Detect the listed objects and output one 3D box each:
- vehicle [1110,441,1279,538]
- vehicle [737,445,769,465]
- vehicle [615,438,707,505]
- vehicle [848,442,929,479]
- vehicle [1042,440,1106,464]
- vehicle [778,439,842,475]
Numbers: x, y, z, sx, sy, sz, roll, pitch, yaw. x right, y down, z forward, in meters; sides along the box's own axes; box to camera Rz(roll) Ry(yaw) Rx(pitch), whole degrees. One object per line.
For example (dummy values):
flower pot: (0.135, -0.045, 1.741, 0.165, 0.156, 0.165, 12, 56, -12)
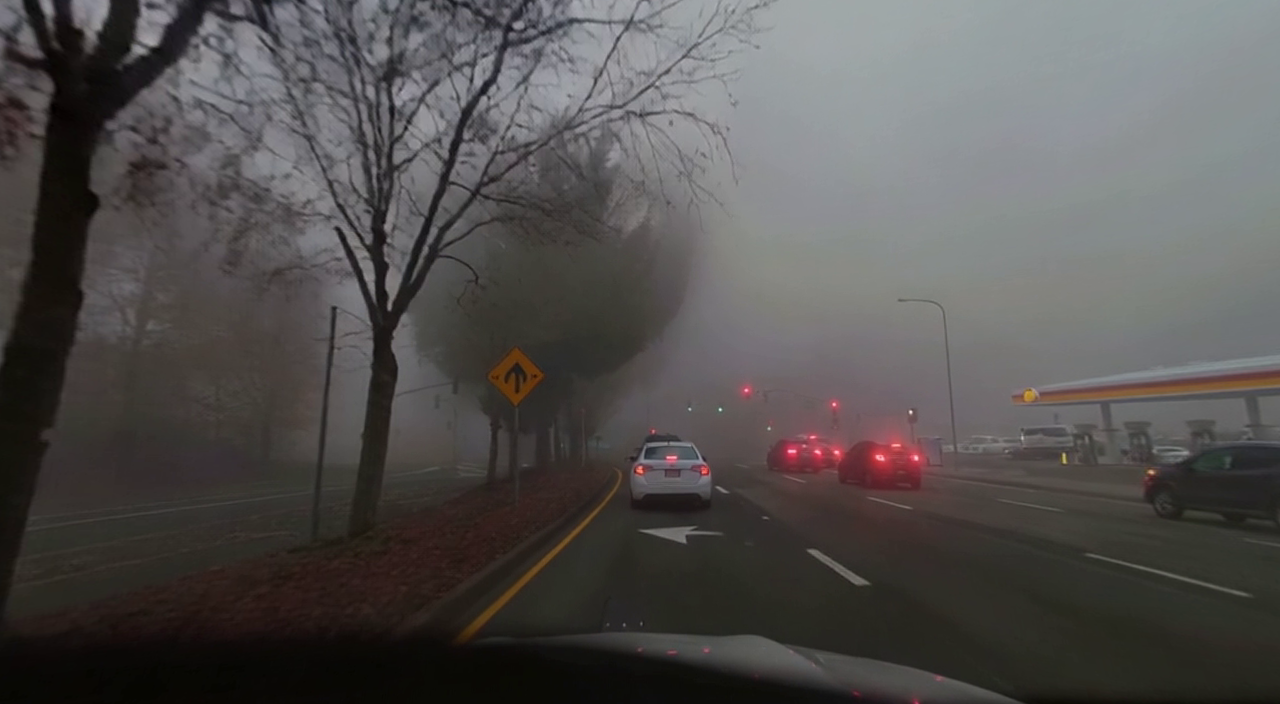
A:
vehicle: (10.846, 2.316, 10.942, 1.880, 1.472, 4.694, 0, -9, 2)
vehicle: (8.440, 7.723, 47.303, 1.716, 1.400, 3.921, 0, -9, 1)
vehicle: (0.486, 2.981, 16.072, 2.032, 1.461, 4.173, 0, -9, 0)
vehicle: (11.359, 4.990, 29.174, 1.976, 1.584, 4.516, 0, -9, 1)
vehicle: (30.110, 6.957, 43.851, 1.914, 1.563, 3.672, -1, -9, 3)
vehicle: (8.588, 5.325, 32.190, 1.991, 1.695, 4.357, 0, -9, -1)
